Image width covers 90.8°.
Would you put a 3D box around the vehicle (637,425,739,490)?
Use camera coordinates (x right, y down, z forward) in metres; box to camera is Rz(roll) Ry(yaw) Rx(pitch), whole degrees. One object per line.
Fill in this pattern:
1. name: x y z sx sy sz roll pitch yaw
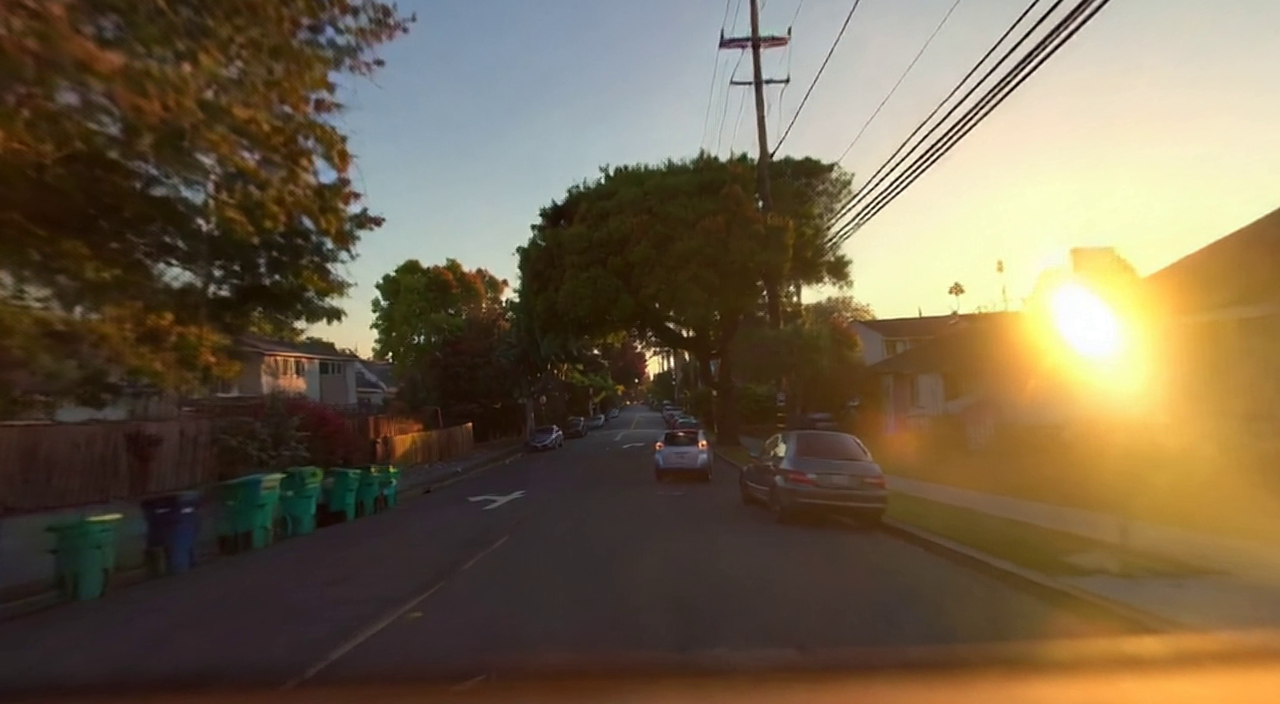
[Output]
1. vehicle: 1.559 2.972 18.191 2.235 1.500 4.496 1 -8 13

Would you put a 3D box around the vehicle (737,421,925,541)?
1. vehicle: 3.084 2.171 11.329 1.909 1.694 4.472 0 -8 -1
